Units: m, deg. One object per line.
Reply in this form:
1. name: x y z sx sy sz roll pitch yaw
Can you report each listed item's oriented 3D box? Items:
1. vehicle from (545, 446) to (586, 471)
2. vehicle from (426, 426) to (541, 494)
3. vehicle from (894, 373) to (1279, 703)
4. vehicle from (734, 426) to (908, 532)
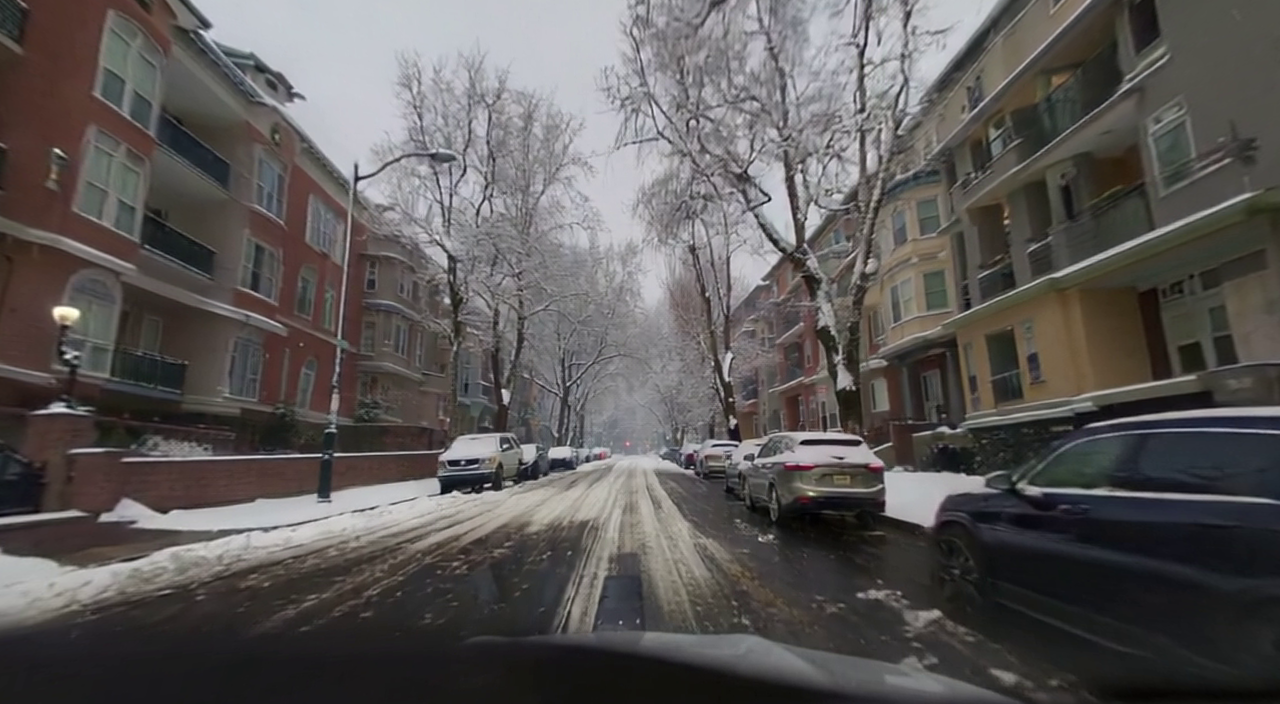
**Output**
1. vehicle: -5.442 7.838 46.759 2.222 1.735 5.215 -1 -8 2
2. vehicle: -5.534 4.014 23.405 2.596 2.152 5.689 -1 -10 2
3. vehicle: 3.656 1.075 3.610 2.184 1.661 4.940 0 -8 -2
4. vehicle: 3.495 2.569 13.485 2.216 1.790 5.077 0 -8 0
